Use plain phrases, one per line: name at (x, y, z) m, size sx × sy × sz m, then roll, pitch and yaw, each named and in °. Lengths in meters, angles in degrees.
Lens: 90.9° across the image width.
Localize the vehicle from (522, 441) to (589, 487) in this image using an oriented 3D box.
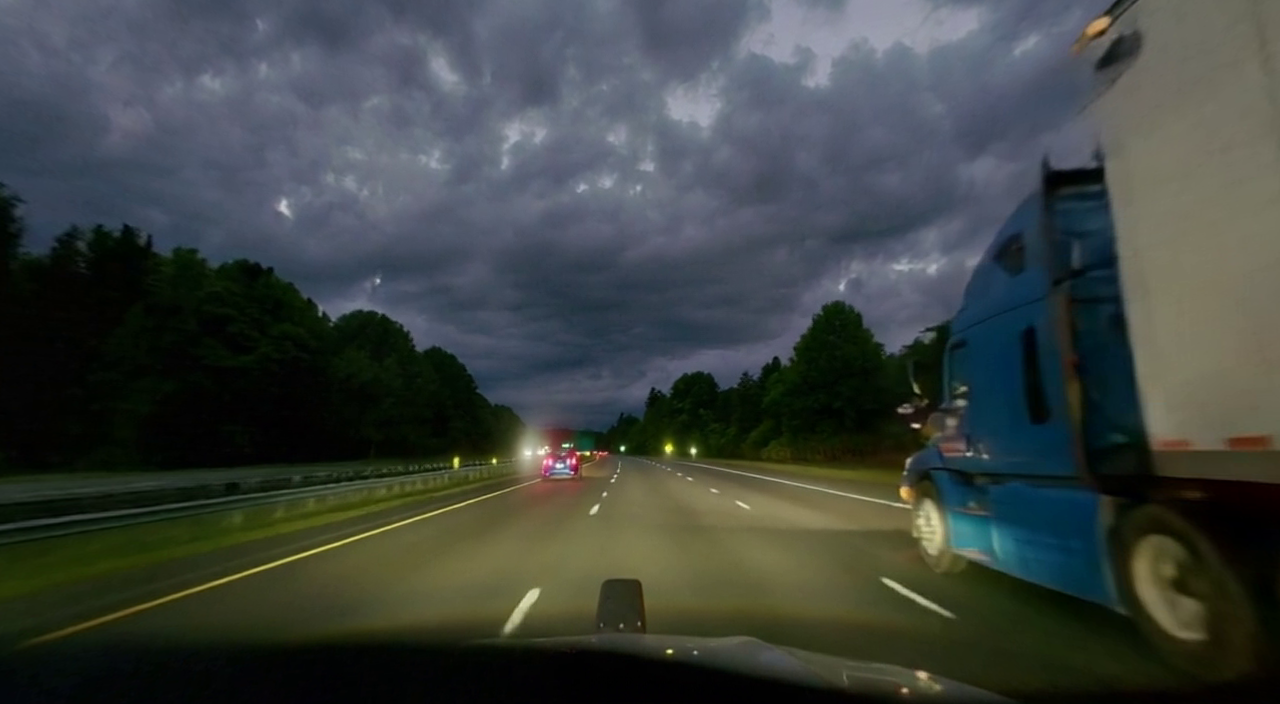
vehicle at (-3.267, 4.425, 25.154) m, size 2.115 × 1.670 × 4.261 m, roll 0°, pitch -9°, yaw 0°
